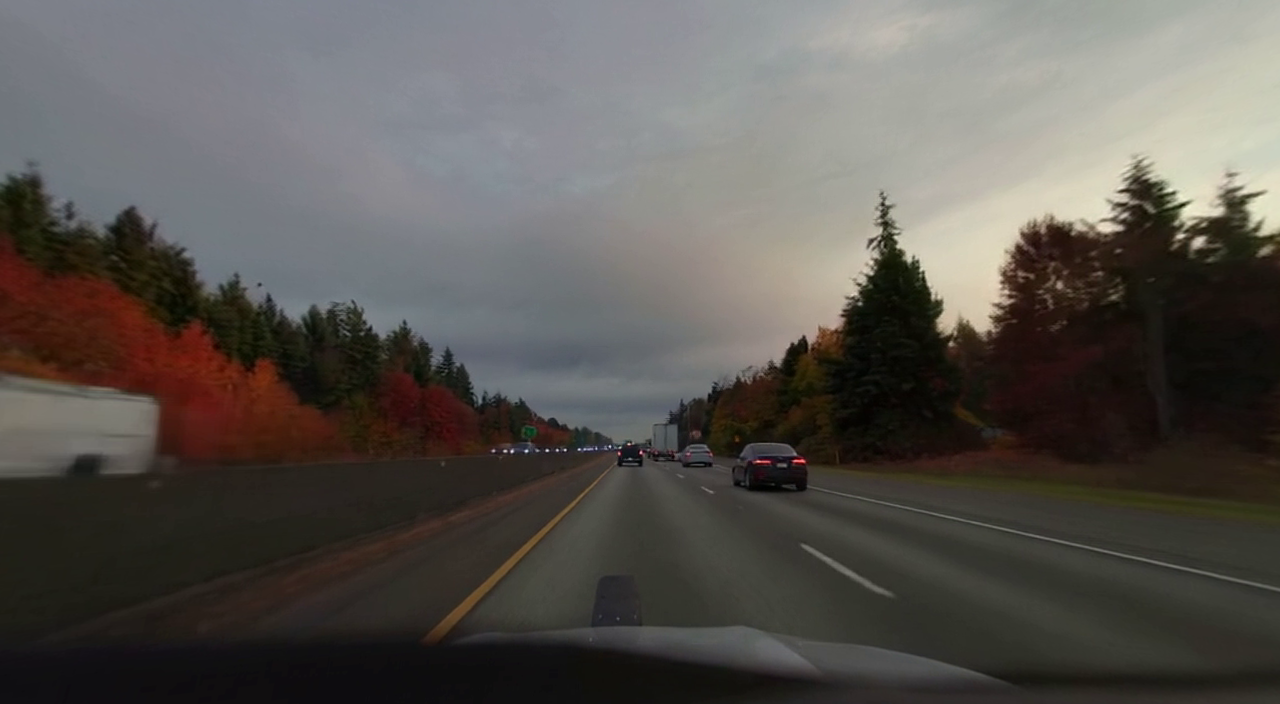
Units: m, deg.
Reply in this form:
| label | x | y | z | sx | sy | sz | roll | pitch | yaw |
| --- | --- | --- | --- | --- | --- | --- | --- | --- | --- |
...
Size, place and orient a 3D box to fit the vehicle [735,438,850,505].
| label | x | y | z | sx | sy | sz | roll | pitch | yaw |
| --- | --- | --- | --- | --- | --- | --- | --- | --- | --- |
| vehicle | 3.810 | 3.057 | 16.423 | 1.968 | 1.513 | 3.911 | 0 | -9 | 0 |

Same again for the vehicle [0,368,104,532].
| label | x | y | z | sx | sy | sz | roll | pitch | yaw |
| --- | --- | --- | --- | --- | --- | --- | --- | --- | --- |
| vehicle | -8.759 | 0.987 | 6.212 | 2.244 | 1.935 | 5.210 | 0 | -9 | 0 |

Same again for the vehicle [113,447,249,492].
| label | x | y | z | sx | sy | sz | roll | pitch | yaw |
| --- | --- | --- | --- | --- | --- | --- | --- | --- | --- |
| vehicle | -13.205 | 3.367 | 18.265 | 1.642 | 1.108 | 3.052 | -2 | -8 | 0 |

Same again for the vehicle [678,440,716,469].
| label | x | y | z | sx | sy | sz | roll | pitch | yaw |
| --- | --- | --- | --- | --- | --- | --- | --- | --- | --- |
| vehicle | 3.652 | 6.687 | 40.941 | 1.982 | 1.745 | 4.151 | 0 | -9 | -1 |

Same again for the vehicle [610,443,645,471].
| label | x | y | z | sx | sy | sz | roll | pitch | yaw |
| --- | --- | --- | --- | --- | --- | --- | --- | --- | --- |
| vehicle | -0.828 | 6.757 | 40.647 | 2.151 | 1.693 | 4.201 | 0 | -9 | -1 |

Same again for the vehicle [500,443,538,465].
| label | x | y | z | sx | sy | sz | roll | pitch | yaw |
| --- | --- | --- | --- | --- | --- | --- | --- | --- | --- |
| vehicle | -8.852 | 7.499 | 46.312 | 1.918 | 1.511 | 4.549 | 0 | -9 | 0 |
